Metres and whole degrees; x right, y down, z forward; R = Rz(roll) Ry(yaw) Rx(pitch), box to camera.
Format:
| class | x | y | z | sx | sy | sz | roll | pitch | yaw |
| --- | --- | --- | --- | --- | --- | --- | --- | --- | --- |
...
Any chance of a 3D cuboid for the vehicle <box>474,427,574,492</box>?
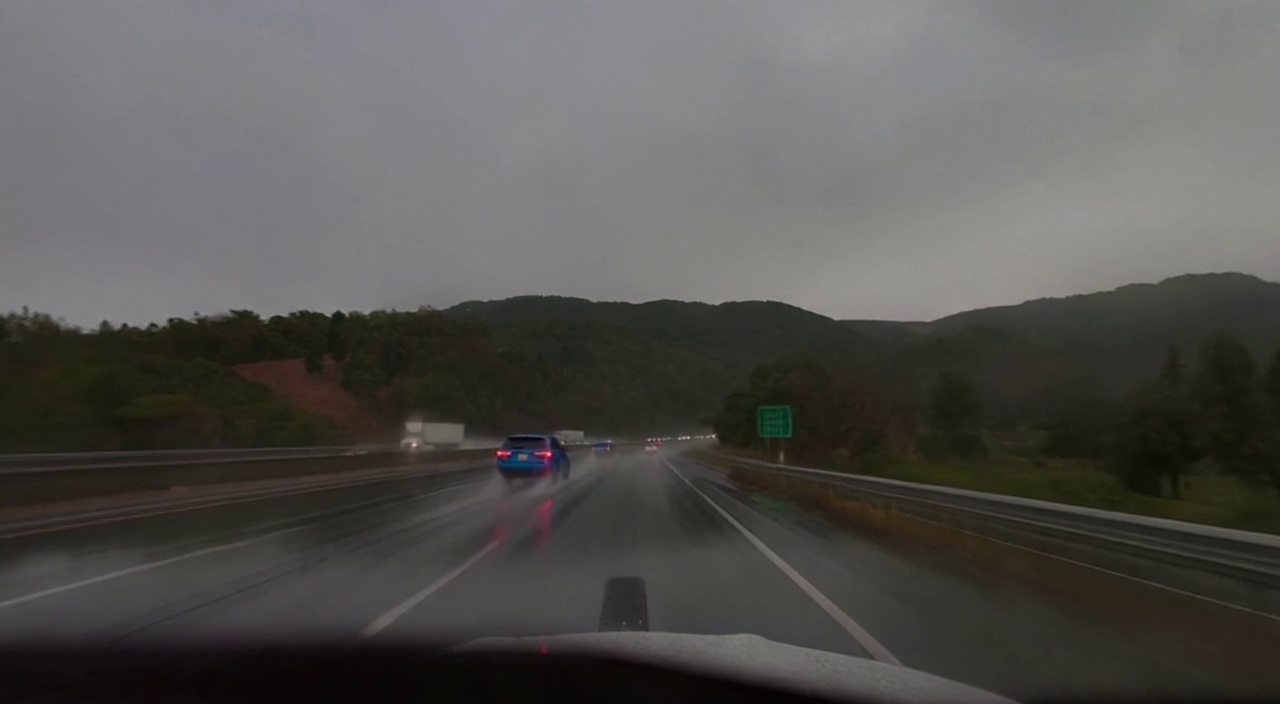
| class | x | y | z | sx | sy | sz | roll | pitch | yaw |
| --- | --- | --- | --- | --- | --- | --- | --- | --- | --- |
| vehicle | -3.373 | 3.227 | 19.281 | 2.138 | 1.718 | 4.415 | 0 | -8 | 1 |
